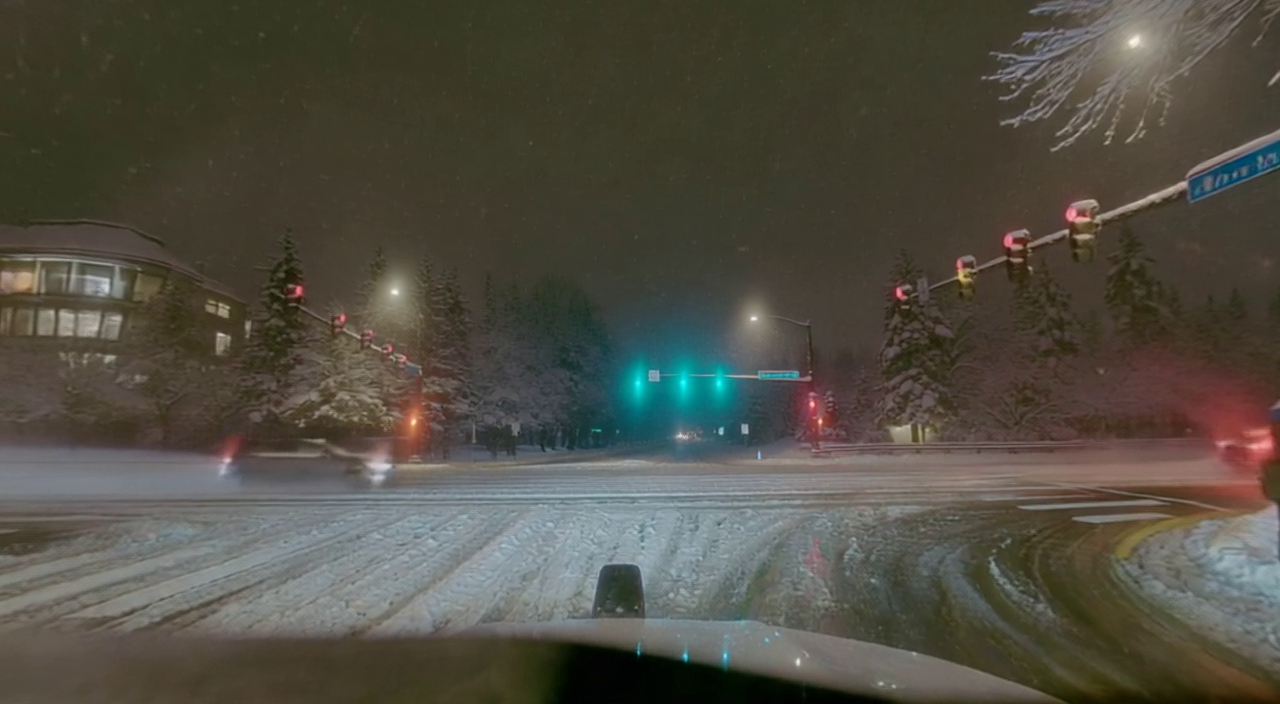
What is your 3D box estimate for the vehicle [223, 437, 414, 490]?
[{"bbox_3d":[-9.502,3.328,18.987,4.698,1.466,1.883,0,-9,1],"label":"vehicle"}]
